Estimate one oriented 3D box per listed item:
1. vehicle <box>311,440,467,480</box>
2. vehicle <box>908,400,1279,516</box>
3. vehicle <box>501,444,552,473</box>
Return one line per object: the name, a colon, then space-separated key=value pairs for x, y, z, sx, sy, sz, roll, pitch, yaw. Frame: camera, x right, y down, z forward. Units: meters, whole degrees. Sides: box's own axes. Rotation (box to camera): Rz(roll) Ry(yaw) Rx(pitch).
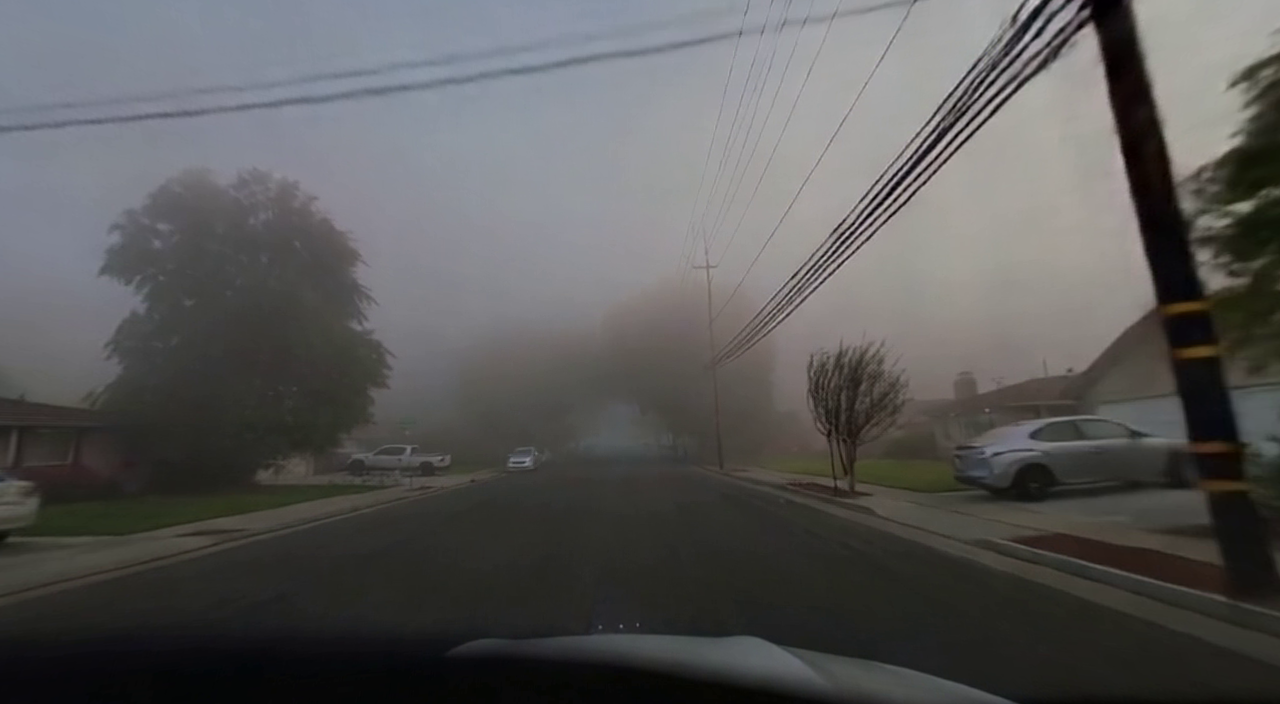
vehicle: x=-12.267 y=5.327 z=31.356 sx=6.619 sy=1.759 sz=2.632 roll=-1 pitch=-8 yaw=-2
vehicle: x=8.989 y=2.091 z=12.826 sx=5.890 sy=1.896 sz=2.459 roll=-2 pitch=-7 yaw=0
vehicle: x=-6.626 y=6.285 z=37.572 sx=2.208 sy=1.491 sz=5.089 roll=0 pitch=-8 yaw=-1
